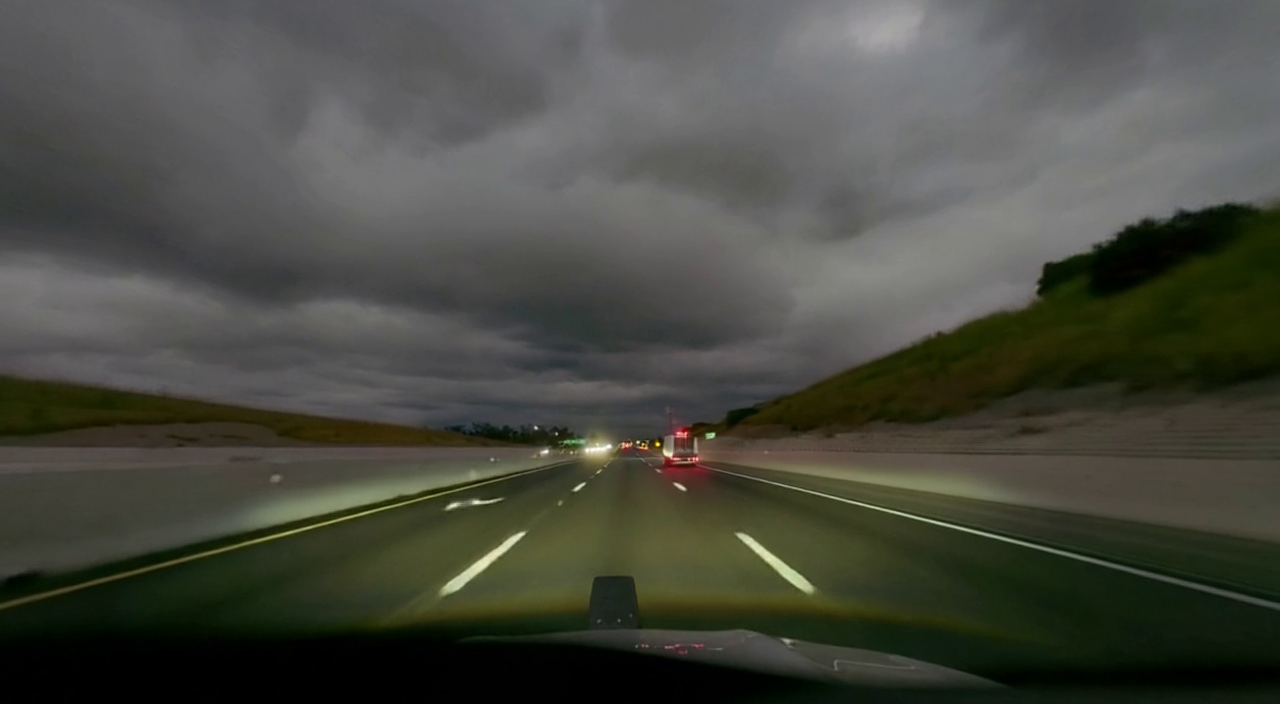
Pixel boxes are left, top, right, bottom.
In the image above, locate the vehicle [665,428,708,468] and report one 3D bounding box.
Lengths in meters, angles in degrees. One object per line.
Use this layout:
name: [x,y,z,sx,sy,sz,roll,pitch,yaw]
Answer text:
vehicle: [3.253,6.881,44.889,2.527,2.682,4.082,0,-9,-4]
